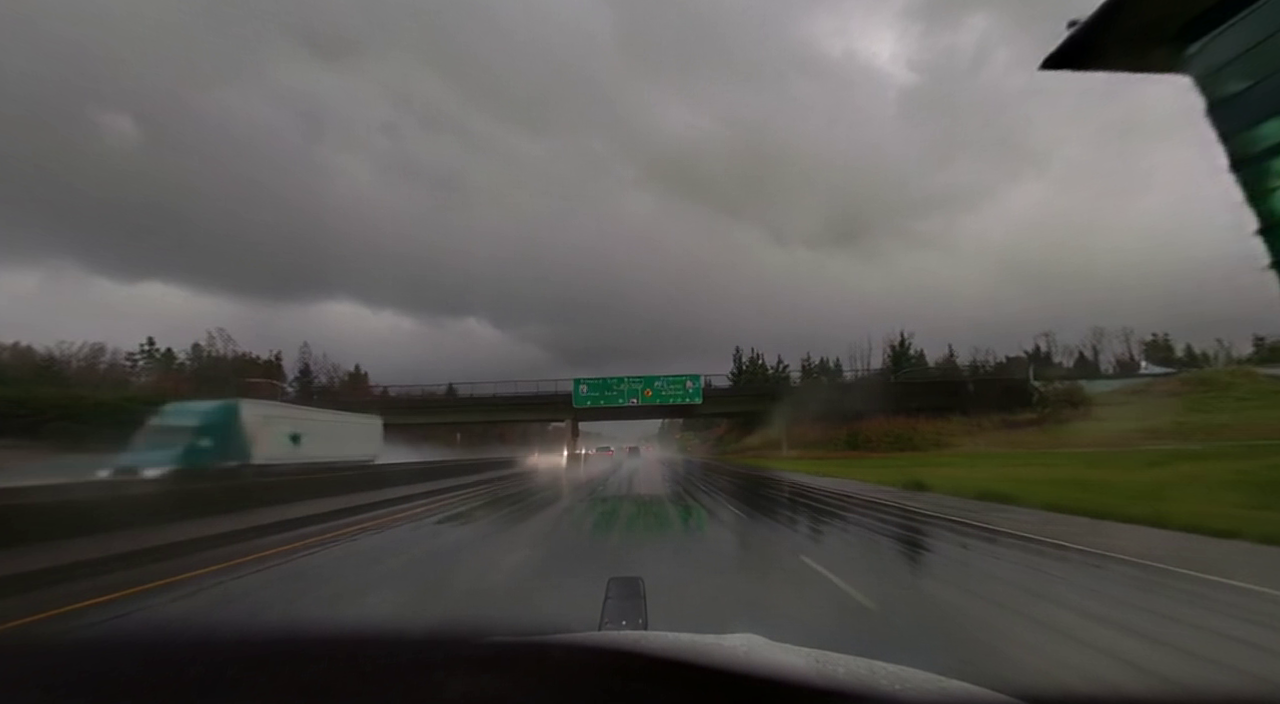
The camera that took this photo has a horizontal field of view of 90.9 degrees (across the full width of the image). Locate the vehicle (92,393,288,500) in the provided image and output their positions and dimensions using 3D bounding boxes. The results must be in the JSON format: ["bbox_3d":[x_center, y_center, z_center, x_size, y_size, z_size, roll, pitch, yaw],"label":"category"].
[{"bbox_3d":[-18.750,4.053,27.051,3.051,3.944,6.868,0,-9,1],"label":"vehicle"}]
